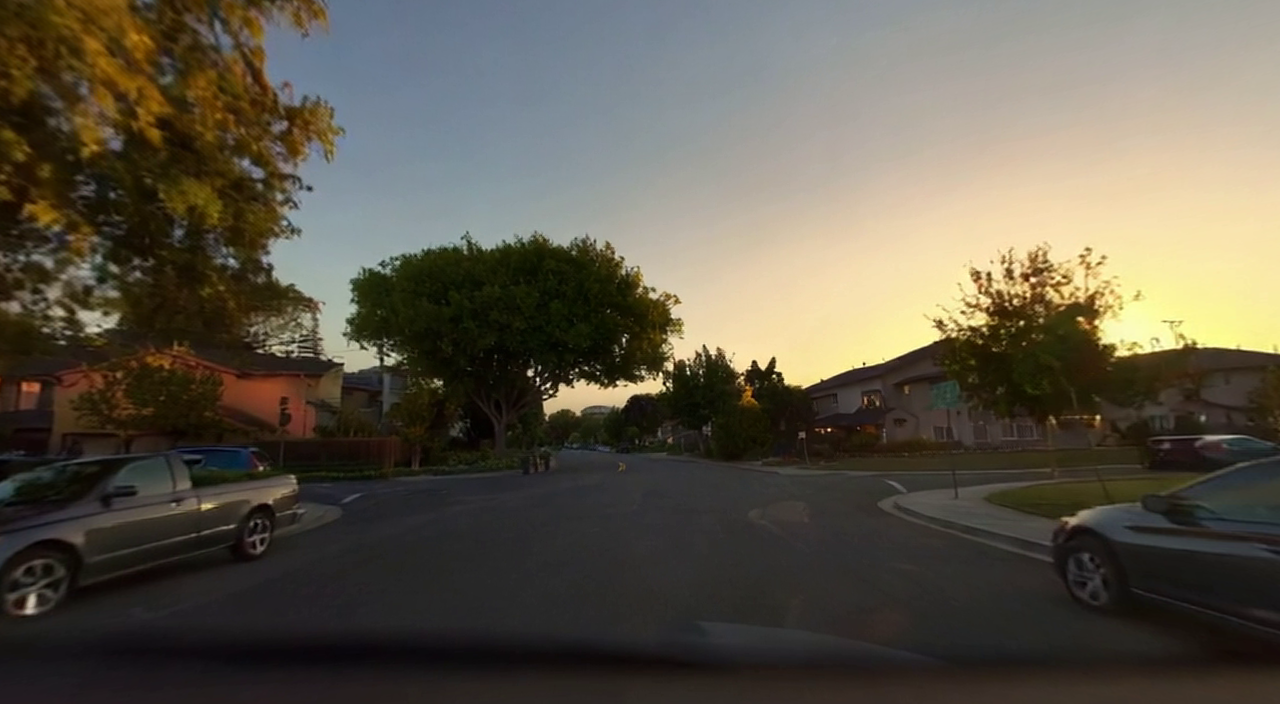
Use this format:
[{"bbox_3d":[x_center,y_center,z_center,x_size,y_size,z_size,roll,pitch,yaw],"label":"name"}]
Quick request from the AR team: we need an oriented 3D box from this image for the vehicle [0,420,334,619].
[{"bbox_3d":[-5.516,1.687,6.712,1.943,1.433,4.717,-6,-10,3],"label":"vehicle"}]

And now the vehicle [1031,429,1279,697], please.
[{"bbox_3d":[4.335,1.110,3.149,1.931,1.395,4.793,1,-8,4],"label":"vehicle"}]
